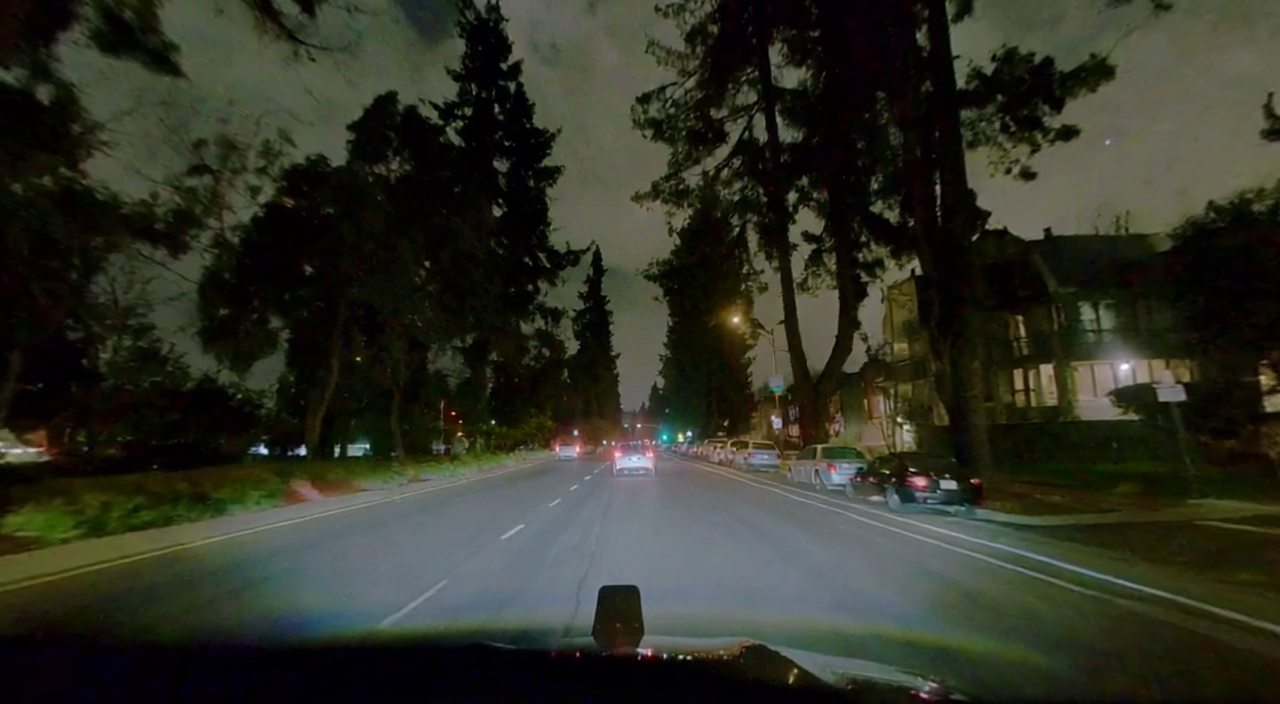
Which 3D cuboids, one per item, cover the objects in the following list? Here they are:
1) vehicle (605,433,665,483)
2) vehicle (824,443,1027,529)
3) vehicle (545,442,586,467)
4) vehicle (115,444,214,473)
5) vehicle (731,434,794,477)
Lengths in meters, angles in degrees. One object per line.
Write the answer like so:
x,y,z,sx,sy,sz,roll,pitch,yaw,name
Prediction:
-0.208,3.933,23.789,2.070,1.698,3.925,0,-8,-1,vehicle
5.774,2.737,13.669,1.903,1.491,4.999,0,-8,-2,vehicle
-4.591,6.394,39.621,2.105,1.474,4.808,0,-8,-1,vehicle
-34.527,7.702,45.954,5.329,2.013,2.242,0,-8,1,vehicle
5.811,4.961,30.543,2.139,1.872,4.585,0,-8,1,vehicle
